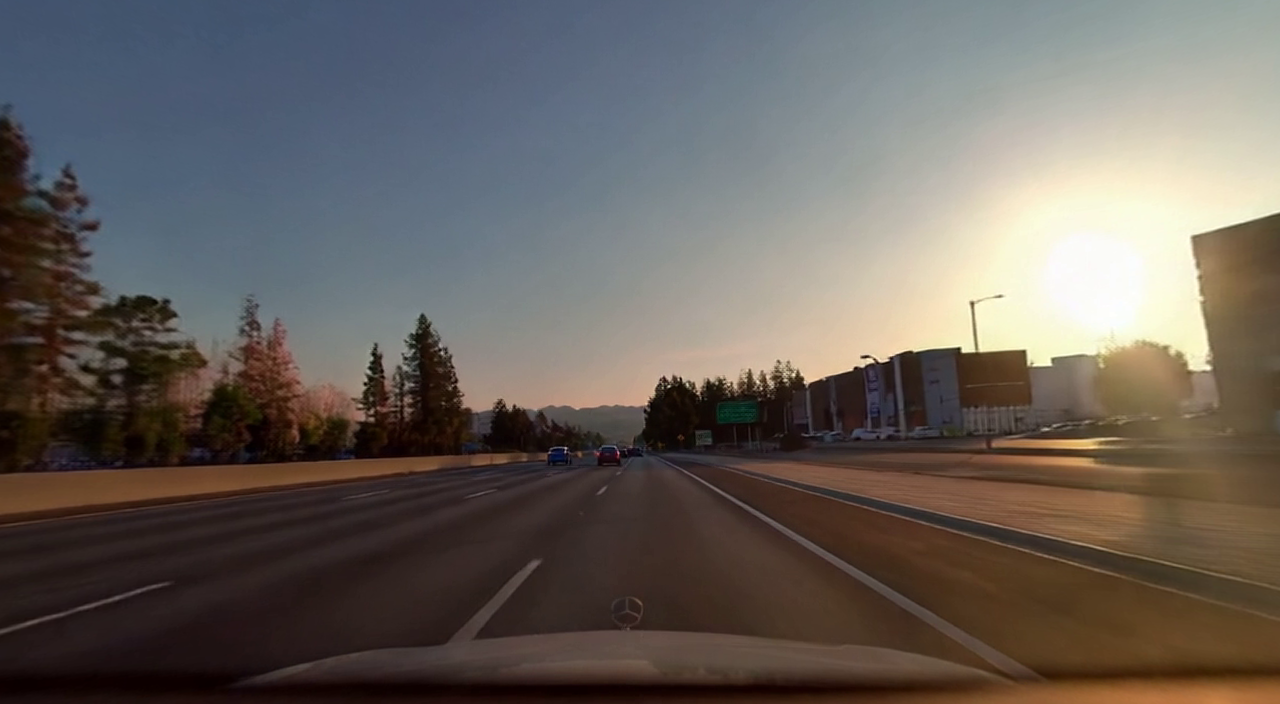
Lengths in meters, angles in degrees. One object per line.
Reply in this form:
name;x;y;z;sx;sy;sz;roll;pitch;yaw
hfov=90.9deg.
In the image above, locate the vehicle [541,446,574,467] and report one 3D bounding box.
vehicle;-6.285;7.991;48.422;1.936;1.462;4.388;-1;-8;1
